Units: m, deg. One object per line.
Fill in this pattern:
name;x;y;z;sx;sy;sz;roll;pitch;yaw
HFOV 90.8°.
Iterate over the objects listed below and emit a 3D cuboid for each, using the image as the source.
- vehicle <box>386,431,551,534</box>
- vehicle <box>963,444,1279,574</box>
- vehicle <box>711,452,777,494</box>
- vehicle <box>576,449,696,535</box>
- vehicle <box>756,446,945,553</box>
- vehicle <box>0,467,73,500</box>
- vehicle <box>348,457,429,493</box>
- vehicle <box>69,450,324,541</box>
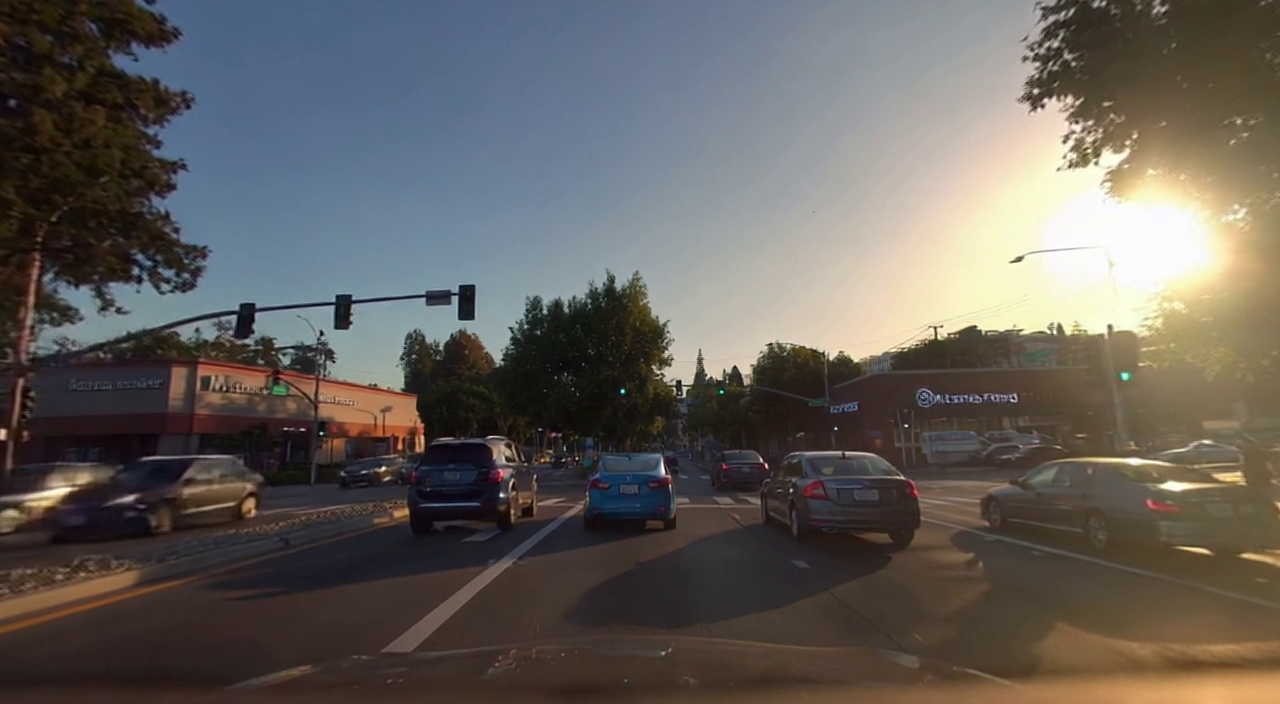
vehicle;-3.445;2.733;13.968;2.160;1.823;5.115;0;-9;1
vehicle;7.264;2.213;9.829;2.004;1.508;4.646;0;-9;0
vehicle;4.047;4.760;25.257;1.888;1.472;4.528;0;-9;1
vehicle;-0.054;2.759;13.084;2.098;1.477;3.897;0;-9;1
vehicle;3.405;2.437;11.192;2.020;1.513;4.120;0;-9;2
vehicle;-34.665;7.271;35.024;4.238;1.671;1.898;2;-10;-13
vehicle;-11.768;5.757;29.921;1.912;1.477;4.398;0;-9;2
vehicle;-8.592;2.767;12.892;1.976;1.499;4.355;0;-9;1
